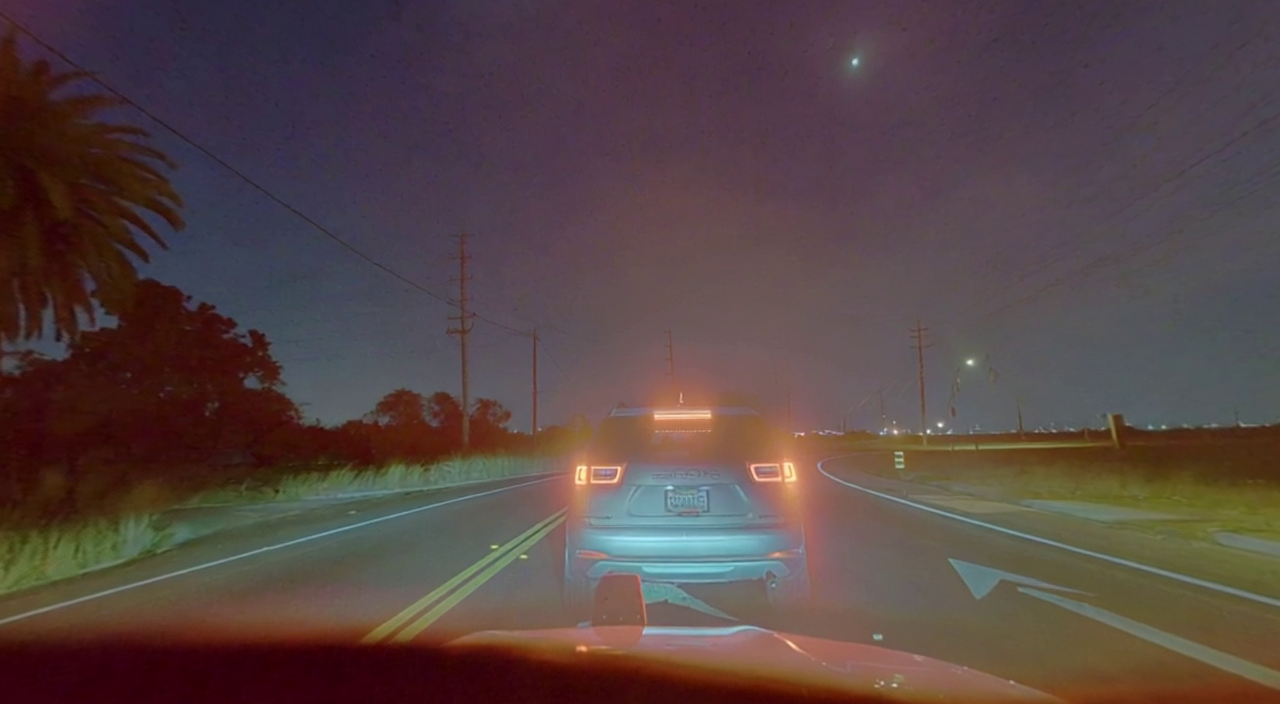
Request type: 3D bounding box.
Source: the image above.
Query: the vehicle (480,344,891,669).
[{"bbox_3d":[0.178,1.210,5.996,2.364,1.859,4.538,0,-8,-2],"label":"vehicle"}]
